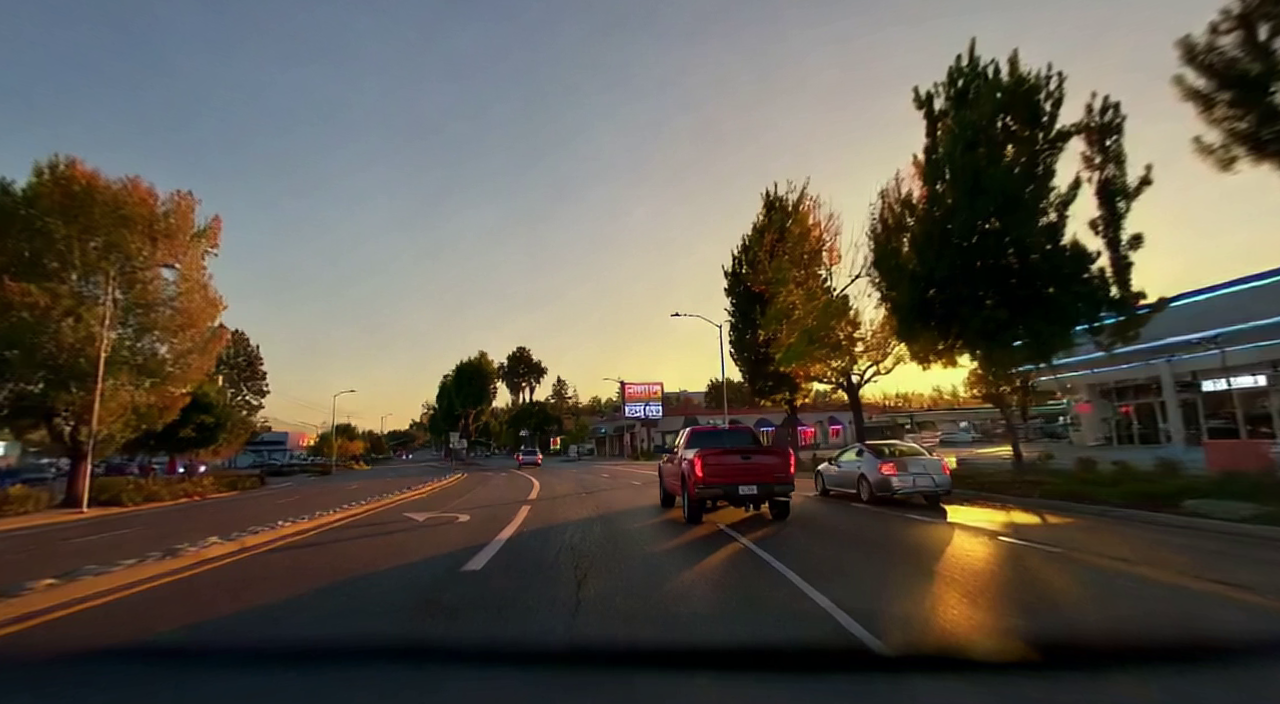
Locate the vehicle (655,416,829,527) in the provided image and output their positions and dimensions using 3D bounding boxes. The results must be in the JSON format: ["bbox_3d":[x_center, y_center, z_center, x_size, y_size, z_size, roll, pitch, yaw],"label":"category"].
[{"bbox_3d":[1.709,2.296,12.677,2.214,1.749,4.998,1,-9,-6],"label":"vehicle"}]

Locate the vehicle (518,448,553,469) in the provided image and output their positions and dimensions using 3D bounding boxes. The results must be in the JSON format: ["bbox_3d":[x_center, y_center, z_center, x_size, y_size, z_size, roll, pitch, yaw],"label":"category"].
[{"bbox_3d":[-8.143,8.241,48.997,2.126,1.496,4.073,3,-9,-16],"label":"vehicle"}]

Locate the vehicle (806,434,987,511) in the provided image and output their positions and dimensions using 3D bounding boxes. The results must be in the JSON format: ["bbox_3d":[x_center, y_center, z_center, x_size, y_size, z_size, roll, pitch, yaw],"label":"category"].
[{"bbox_3d":[5.576,2.672,14.460,1.986,1.480,4.296,1,-9,-6],"label":"vehicle"}]
